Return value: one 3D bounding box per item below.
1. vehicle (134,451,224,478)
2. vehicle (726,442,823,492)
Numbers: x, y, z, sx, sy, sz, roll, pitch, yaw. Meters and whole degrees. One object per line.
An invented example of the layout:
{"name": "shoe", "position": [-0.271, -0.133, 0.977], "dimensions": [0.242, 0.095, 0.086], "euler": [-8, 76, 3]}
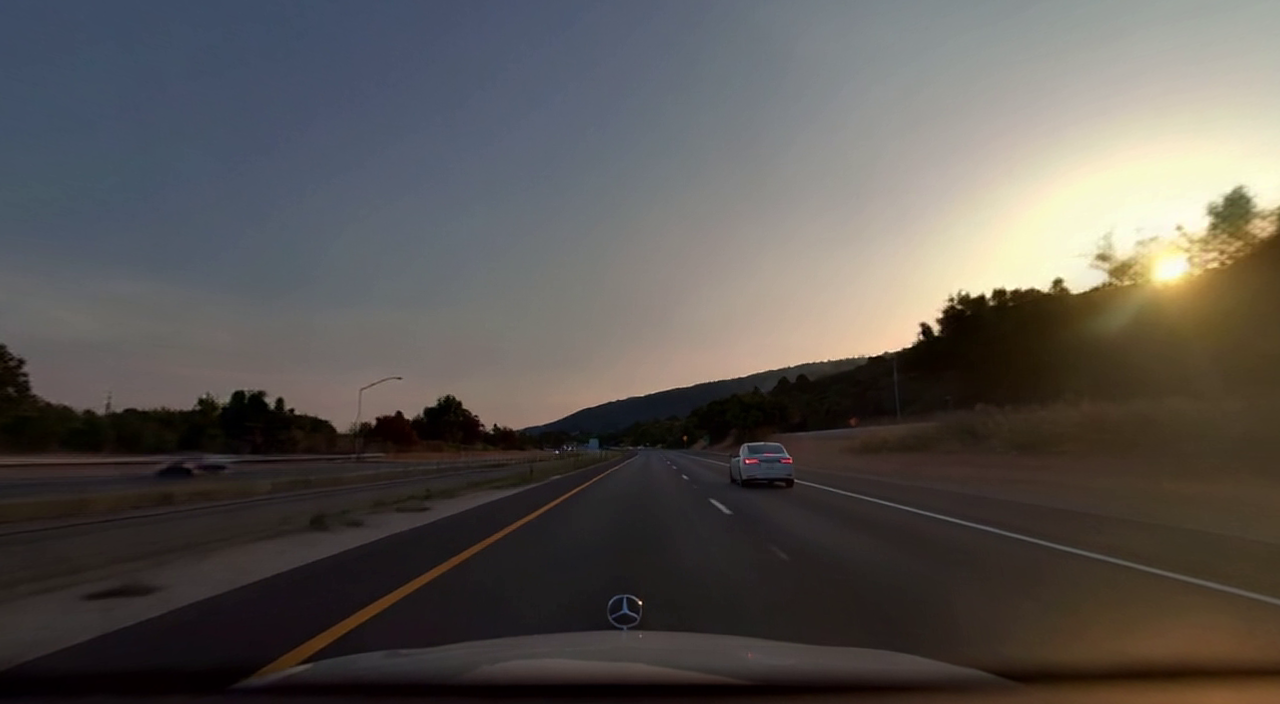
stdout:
{"name": "vehicle", "position": [-28.877, 7.035, 39.525], "dimensions": [1.906, 1.518, 4.817], "euler": [0, -8, 1]}
{"name": "vehicle", "position": [4.125, 3.588, 20.062], "dimensions": [2.124, 1.405, 4.398], "euler": [0, -8, 0]}
